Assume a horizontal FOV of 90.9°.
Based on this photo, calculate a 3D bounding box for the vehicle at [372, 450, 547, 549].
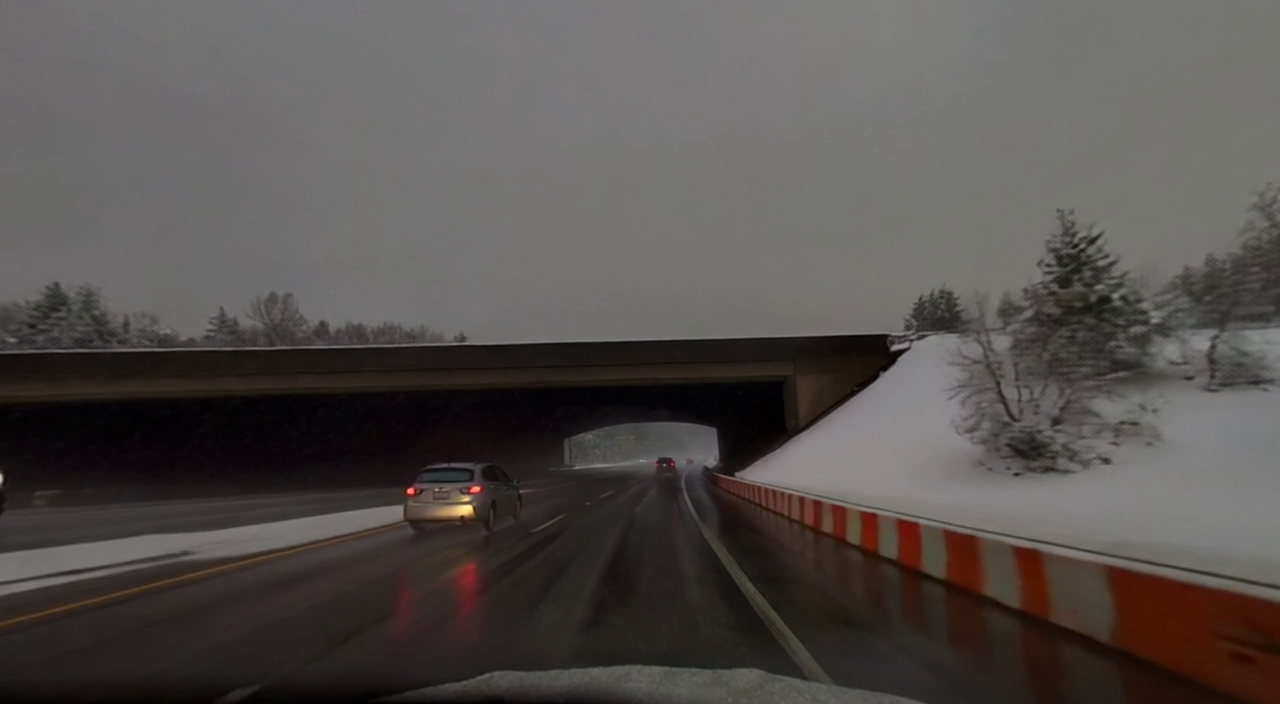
[{"bbox_3d":[-3.071,2.616,11.638,1.992,1.466,3.690,0,-10,2],"label":"vehicle"}]
